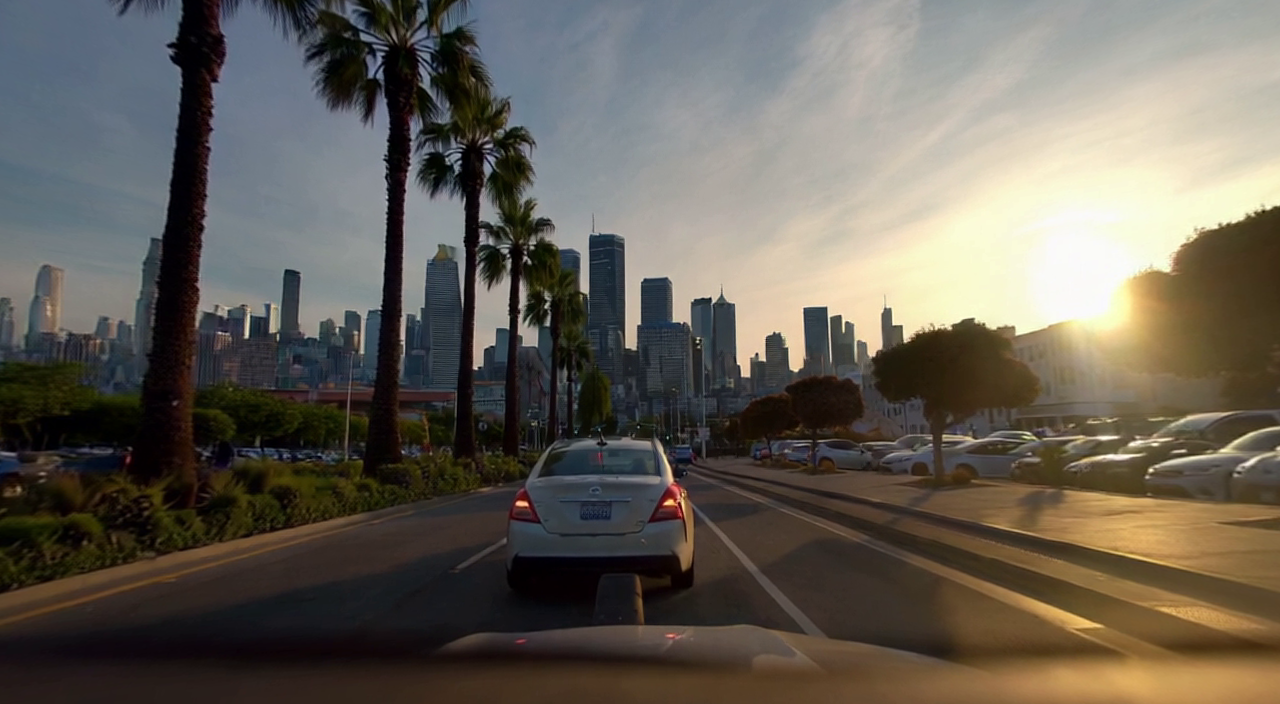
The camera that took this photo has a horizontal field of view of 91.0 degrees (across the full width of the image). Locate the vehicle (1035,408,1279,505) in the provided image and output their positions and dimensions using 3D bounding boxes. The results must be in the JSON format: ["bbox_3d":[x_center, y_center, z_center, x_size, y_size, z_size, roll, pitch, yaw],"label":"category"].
[{"bbox_3d":[12.903,2.423,14.924,5.301,1.962,2.431,-3,-8,4],"label":"vehicle"}]

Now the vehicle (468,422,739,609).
[{"bbox_3d":[-0.286,1.642,7.204,2.235,1.528,3.876,0,-9,0],"label":"vehicle"}]
